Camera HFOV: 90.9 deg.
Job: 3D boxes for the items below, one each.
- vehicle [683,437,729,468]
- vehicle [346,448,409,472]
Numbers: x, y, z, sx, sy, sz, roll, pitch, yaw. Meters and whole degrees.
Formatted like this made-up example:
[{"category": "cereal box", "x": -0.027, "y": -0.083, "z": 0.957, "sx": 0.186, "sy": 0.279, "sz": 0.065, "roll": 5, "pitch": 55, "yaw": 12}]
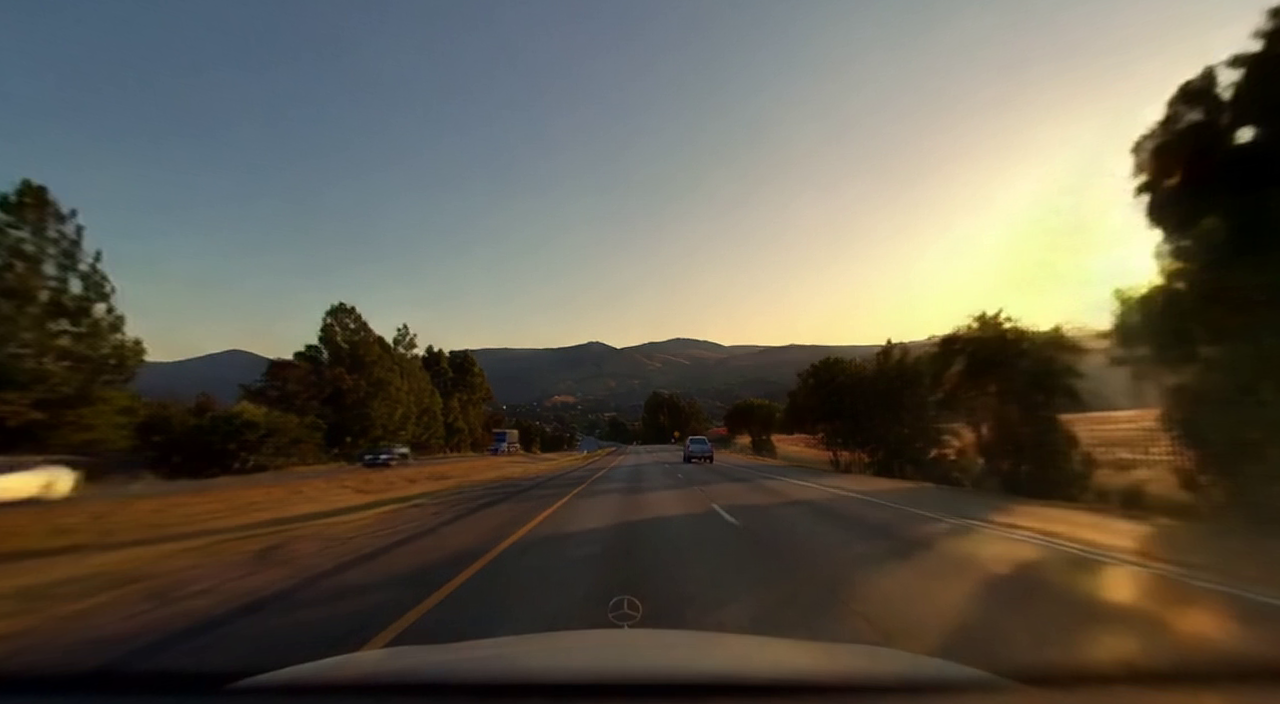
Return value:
[{"category": "vehicle", "x": 3.720, "y": 5.771, "z": 36.228, "sx": 2.157, "sy": 1.640, "sz": 4.056, "roll": -1, "pitch": -9, "yaw": 0}, {"category": "vehicle", "x": -17.394, "y": 7.168, "z": 42.071, "sx": 2.239, "sy": 1.462, "sz": 4.480, "roll": -1, "pitch": -9, "yaw": 0}]
